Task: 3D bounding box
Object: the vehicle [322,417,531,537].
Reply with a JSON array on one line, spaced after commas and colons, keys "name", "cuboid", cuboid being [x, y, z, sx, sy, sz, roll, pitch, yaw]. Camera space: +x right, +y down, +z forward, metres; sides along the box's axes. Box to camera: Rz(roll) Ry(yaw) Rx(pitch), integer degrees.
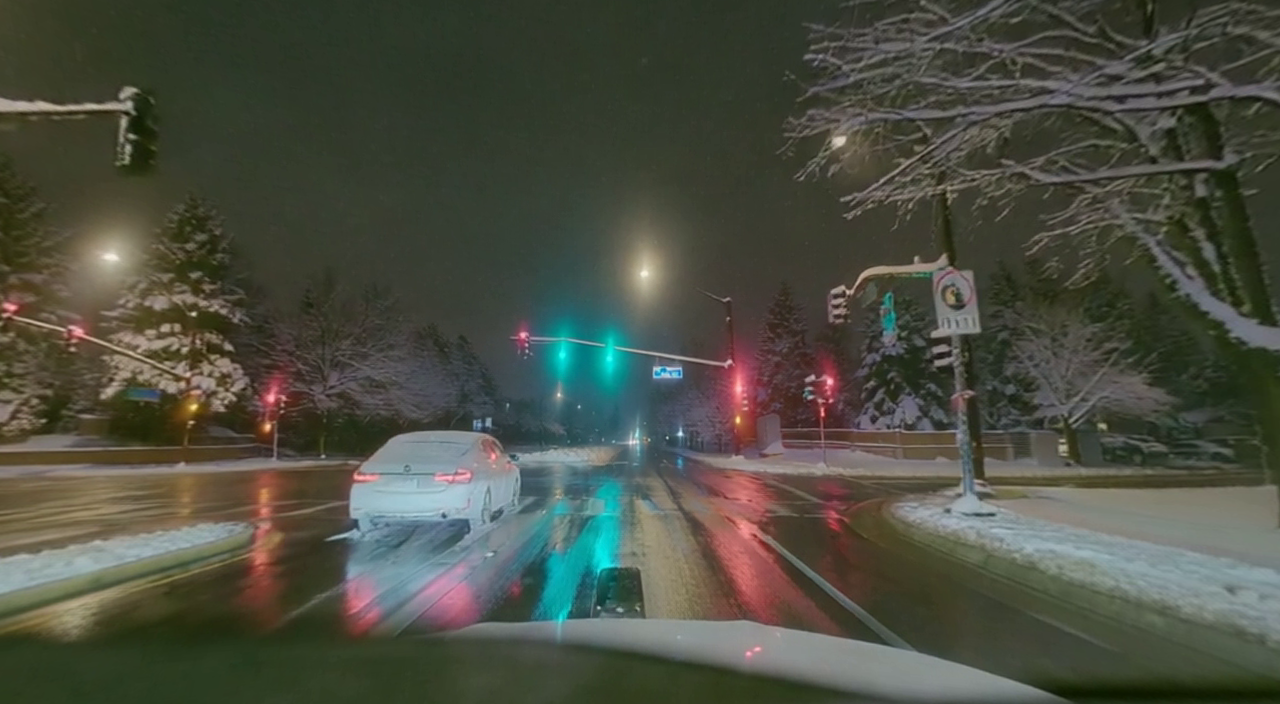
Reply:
[{"name": "vehicle", "cuboid": [-3.247, 2.012, 10.768, 2.076, 1.599, 4.483, 0, -8, -1]}]
